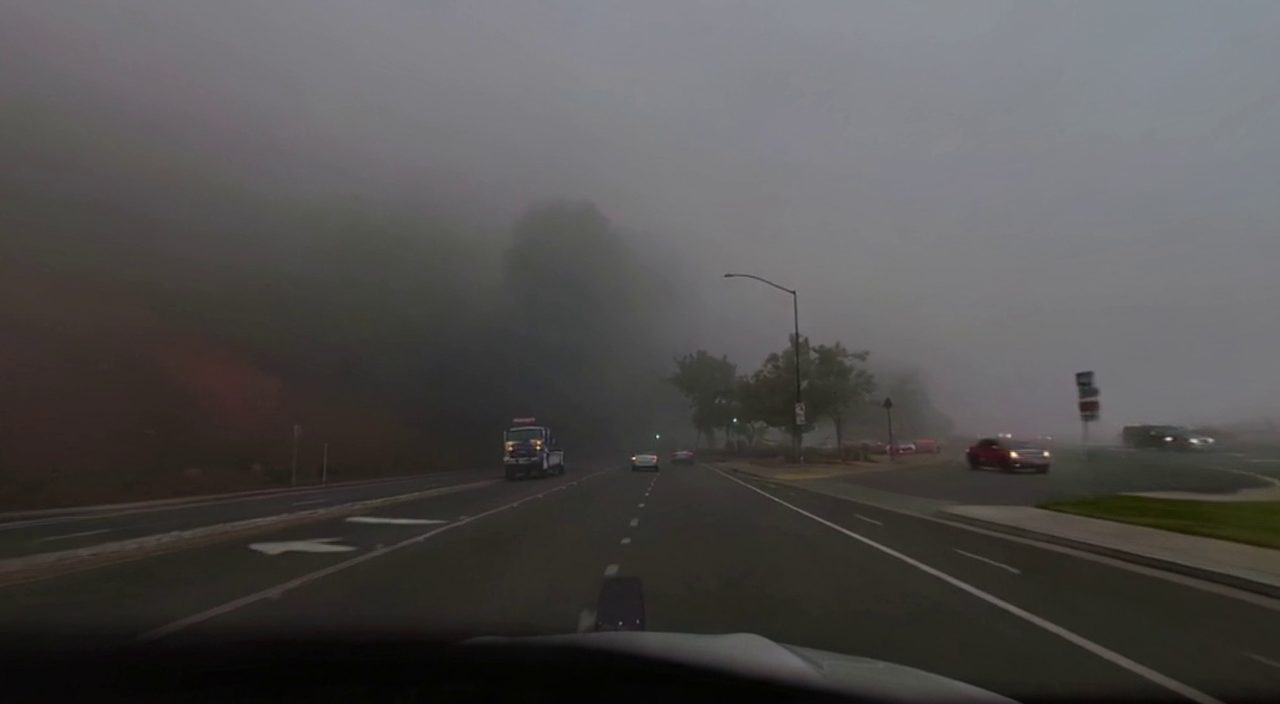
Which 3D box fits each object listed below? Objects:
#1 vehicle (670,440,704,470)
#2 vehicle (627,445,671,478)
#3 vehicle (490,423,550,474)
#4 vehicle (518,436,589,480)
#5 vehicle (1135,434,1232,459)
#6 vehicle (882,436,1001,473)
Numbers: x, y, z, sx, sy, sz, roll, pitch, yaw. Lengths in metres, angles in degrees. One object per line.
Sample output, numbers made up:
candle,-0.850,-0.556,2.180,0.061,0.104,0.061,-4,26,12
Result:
vehicle,2.956,6.540,40.293,2.046,1.768,4.370,0,-8,3
vehicle,0.435,5.102,29.695,1.917,1.418,3.987,0,-8,1
vehicle,-7.317,5.993,39.328,2.251,2.944,5.835,-1,-8,3
vehicle,-3.994,5.036,30.390,2.298,1.905,5.777,-1,-8,3
vehicle,32.147,5.612,37.416,4.202,1.432,1.934,1,-9,-7
vehicle,18.143,6.201,39.161,2.618,1.565,11.353,-4,-7,4
